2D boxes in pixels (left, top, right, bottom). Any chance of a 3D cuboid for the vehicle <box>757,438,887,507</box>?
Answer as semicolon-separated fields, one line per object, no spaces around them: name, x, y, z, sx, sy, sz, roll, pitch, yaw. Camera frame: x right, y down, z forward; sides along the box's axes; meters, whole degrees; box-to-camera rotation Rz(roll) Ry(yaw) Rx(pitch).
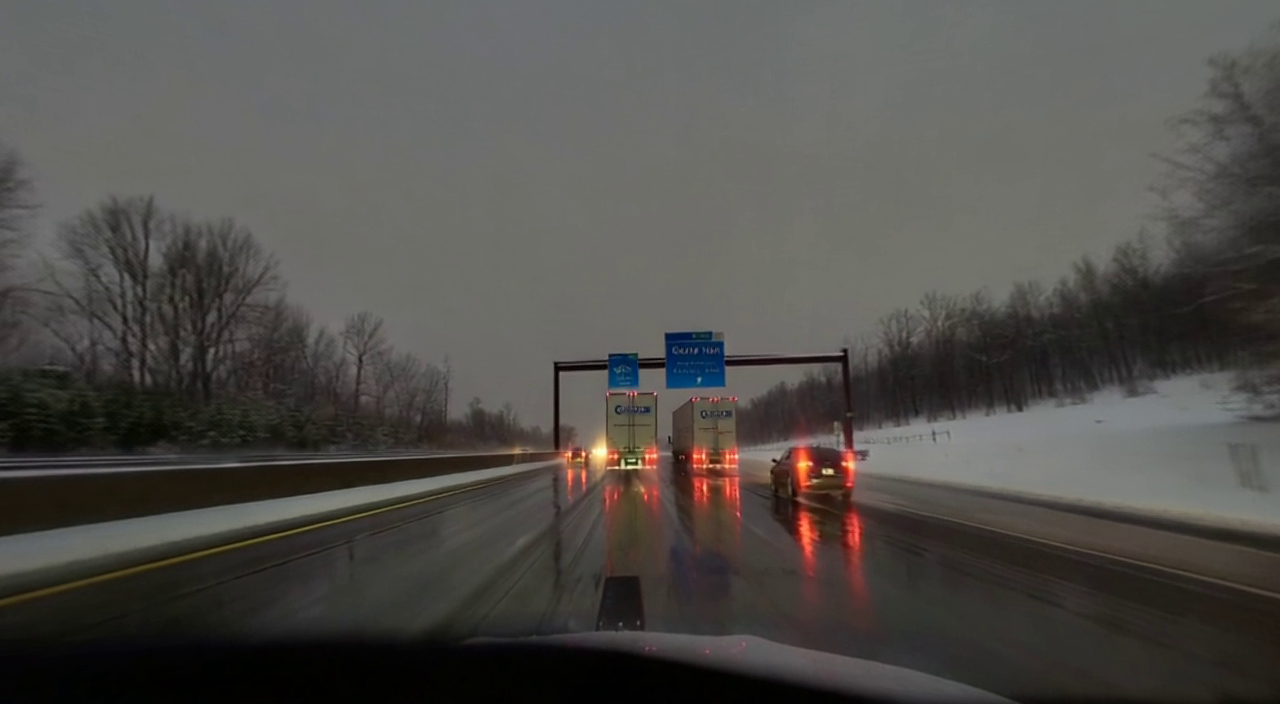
vehicle;4.530;3.094;16.621;2.086;1.530;4.808;0;-9;1

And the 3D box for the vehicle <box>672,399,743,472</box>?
vehicle;4.213;5.862;43.093;3.044;4.128;14.482;0;-9;-1

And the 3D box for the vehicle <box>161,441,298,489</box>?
vehicle;-15.943;4.392;24.911;1.987;1.686;5.070;0;-9;0

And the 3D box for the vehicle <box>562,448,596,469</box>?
vehicle;-4.364;7.677;45.651;2.067;1.452;4.085;0;-9;0

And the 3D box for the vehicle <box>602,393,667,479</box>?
vehicle;-0.284;4.470;32.856;2.864;3.805;9.709;0;-9;-1
